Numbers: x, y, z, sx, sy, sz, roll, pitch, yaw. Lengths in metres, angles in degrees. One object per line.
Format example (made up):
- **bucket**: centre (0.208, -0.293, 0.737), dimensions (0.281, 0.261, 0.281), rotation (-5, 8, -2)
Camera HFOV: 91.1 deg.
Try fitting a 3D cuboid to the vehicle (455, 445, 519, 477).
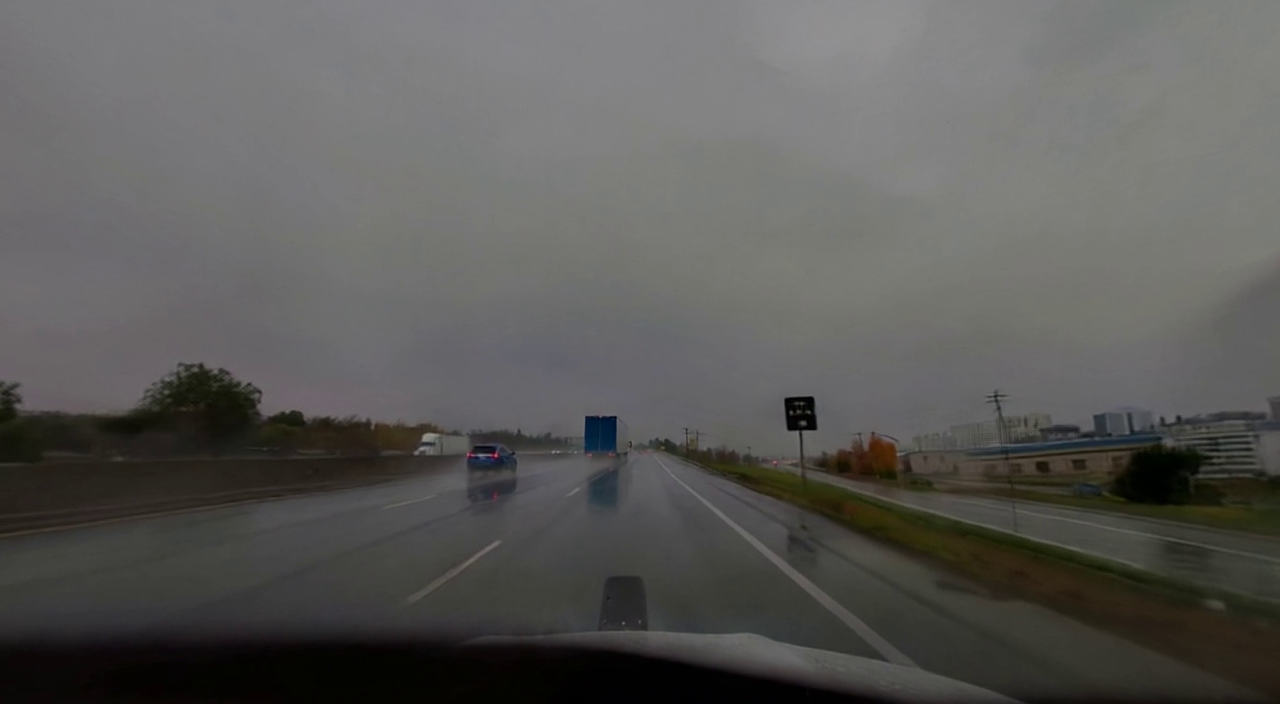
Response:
- **vehicle**: centre (-7.480, 5.356, 31.187), dimensions (1.901, 1.467, 4.629), rotation (0, -8, 2)
